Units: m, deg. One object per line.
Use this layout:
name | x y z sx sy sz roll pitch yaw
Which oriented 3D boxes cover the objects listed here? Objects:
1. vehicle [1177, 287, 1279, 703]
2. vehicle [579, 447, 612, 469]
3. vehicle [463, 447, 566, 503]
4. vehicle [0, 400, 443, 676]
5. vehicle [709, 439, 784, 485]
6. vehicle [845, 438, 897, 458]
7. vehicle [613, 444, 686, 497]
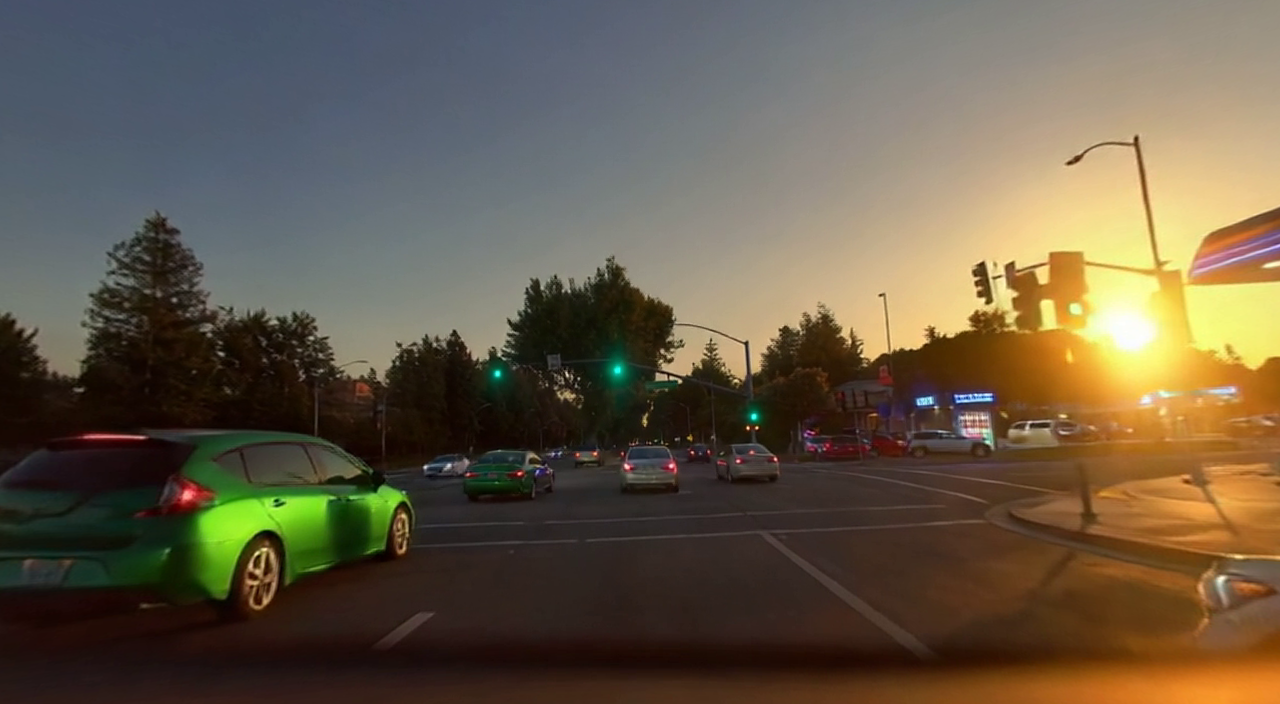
vehicle | 3.245 0.391 0.257 1.992 1.805 4.549 0 -8 0
vehicle | -3.237 7.844 46.906 1.896 1.501 4.390 -1 -8 3
vehicle | -3.575 3.579 18.830 1.995 1.436 4.500 -1 -8 2
vehicle | -3.805 1.510 6.404 2.023 1.687 4.874 0 -8 0
vehicle | 3.766 3.978 23.101 1.920 1.479 4.548 0 -8 -1
vehicle | 18.182 7.572 49.937 2.081 1.482 4.860 0 -8 -3
vehicle | 0.296 3.566 19.350 1.994 1.433 3.894 0 -8 1
